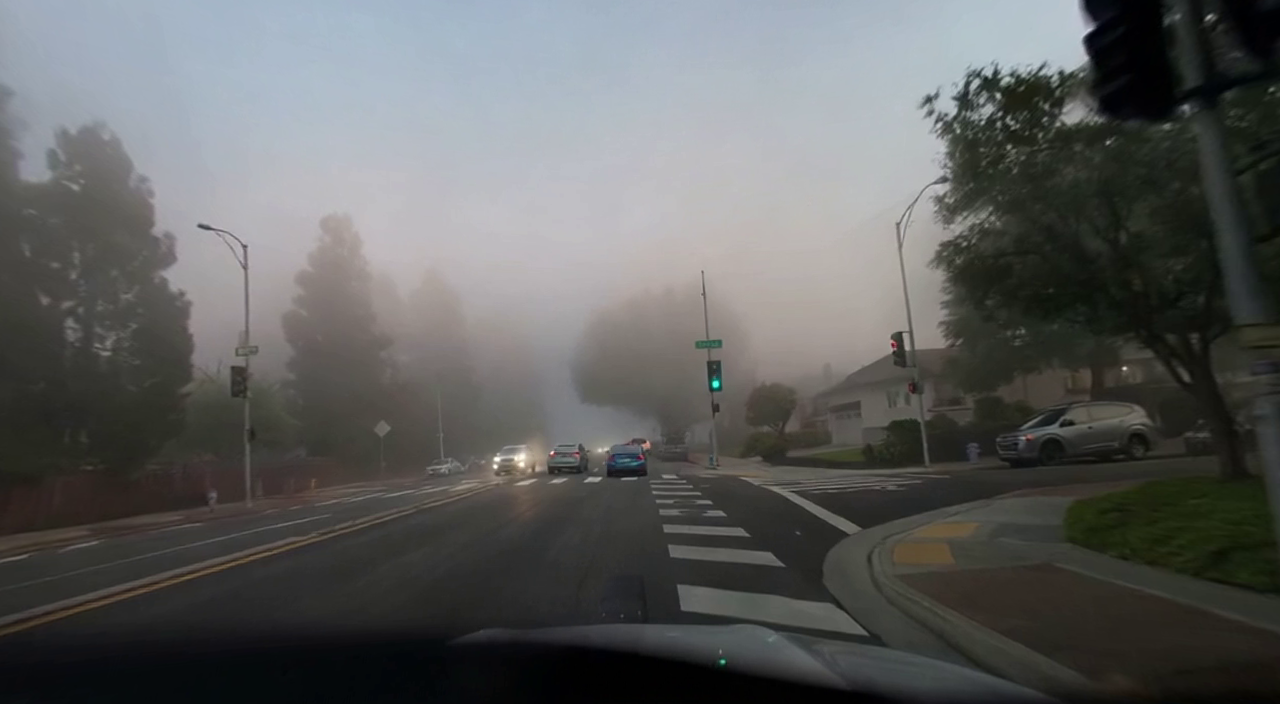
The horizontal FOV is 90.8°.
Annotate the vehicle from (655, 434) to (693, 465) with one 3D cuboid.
[{"bbox_3d":[2.143,6.350,41.416,2.119,1.884,4.567,0,-8,-2],"label":"vehicle"}]

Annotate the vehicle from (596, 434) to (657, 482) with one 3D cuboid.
[{"bbox_3d":[-0.514,3.869,23.378,2.041,1.575,4.304,0,-8,-2],"label":"vehicle"}]

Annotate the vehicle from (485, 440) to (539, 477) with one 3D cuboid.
[{"bbox_3d":[-6.765,5.644,33.769,1.958,1.706,4.281,-4,-8,-1],"label":"vehicle"}]

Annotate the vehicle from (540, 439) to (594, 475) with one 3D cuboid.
[{"bbox_3d":[-3.385,4.958,30.081,2.117,1.528,4.277,-1,-8,-1],"label":"vehicle"}]

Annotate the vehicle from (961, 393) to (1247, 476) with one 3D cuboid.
[{"bbox_3d":[13.109,2.416,18.288,6.141,2.000,2.552,-2,-9,1],"label":"vehicle"}]

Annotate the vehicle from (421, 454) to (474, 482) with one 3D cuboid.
[{"bbox_3d":[-12.804,7.702,42.271,2.050,1.518,5.115,-2,-8,-1],"label":"vehicle"}]
